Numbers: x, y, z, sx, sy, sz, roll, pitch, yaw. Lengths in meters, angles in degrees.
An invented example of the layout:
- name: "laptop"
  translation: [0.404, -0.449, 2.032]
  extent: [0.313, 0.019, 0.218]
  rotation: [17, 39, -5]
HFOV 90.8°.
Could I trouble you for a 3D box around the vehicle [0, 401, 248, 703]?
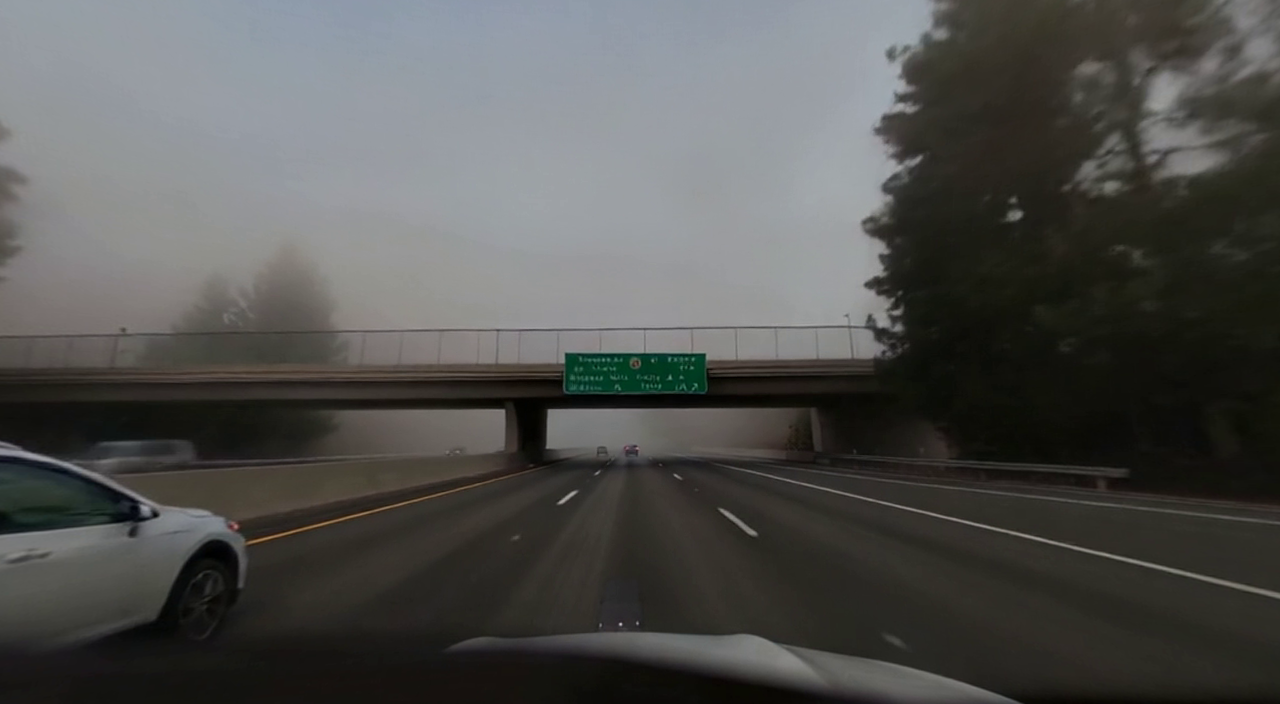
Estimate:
- name: "vehicle"
  translation: [-3.791, 0.921, 2.246]
  extent: [2.050, 1.547, 4.266]
  rotation: [0, -9, 0]
